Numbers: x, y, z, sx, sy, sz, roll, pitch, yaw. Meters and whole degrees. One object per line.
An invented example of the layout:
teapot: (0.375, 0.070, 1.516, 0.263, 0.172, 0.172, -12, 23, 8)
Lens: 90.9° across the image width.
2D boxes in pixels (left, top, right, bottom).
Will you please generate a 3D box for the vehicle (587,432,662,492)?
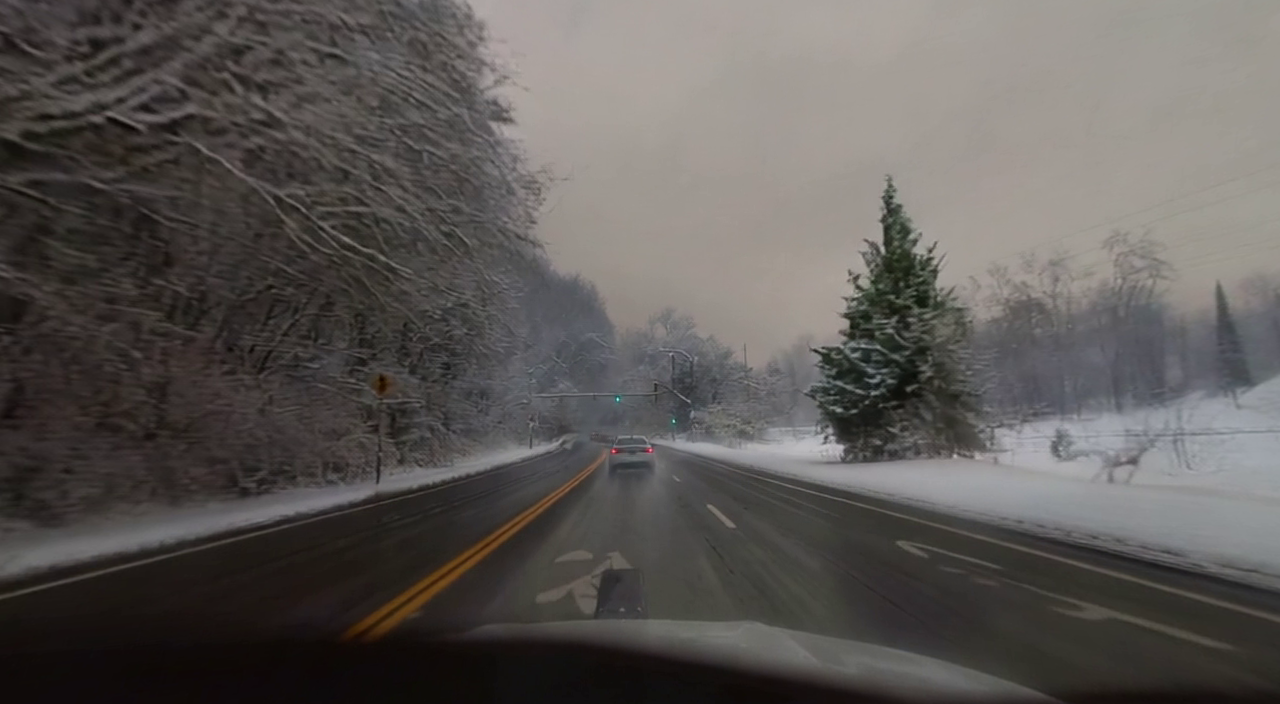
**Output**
vehicle: (-0.453, 3.251, 18.886, 2.037, 1.601, 3.643, 0, -9, -1)
